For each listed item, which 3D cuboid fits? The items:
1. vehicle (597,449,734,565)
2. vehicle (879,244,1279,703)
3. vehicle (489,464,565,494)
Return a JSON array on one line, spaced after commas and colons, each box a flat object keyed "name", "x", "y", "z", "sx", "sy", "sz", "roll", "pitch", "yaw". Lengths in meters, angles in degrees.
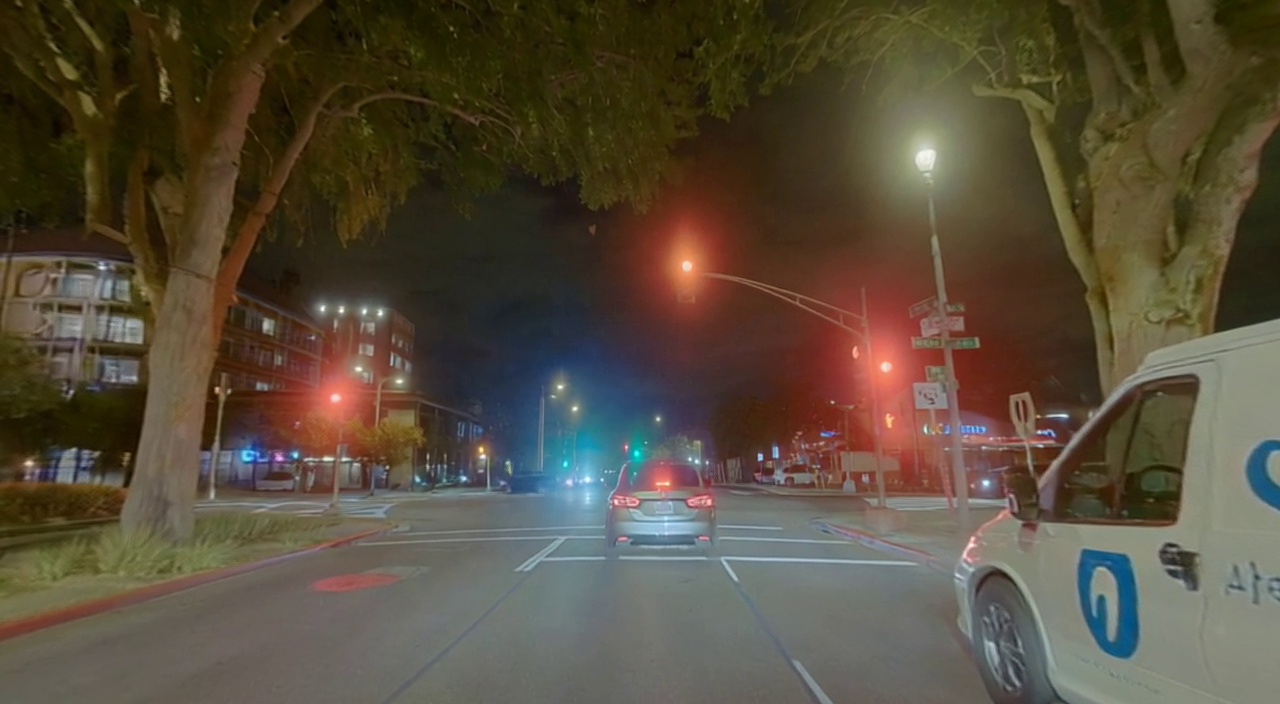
[{"name": "vehicle", "x": 0.302, "y": 2.571, "z": 10.944, "sx": 1.961, "sy": 1.629, "sz": 3.610, "roll": 1, "pitch": -11, "yaw": -2}, {"name": "vehicle", "x": 2.839, "y": 0.762, "z": 2.104, "sx": 2.054, "sy": 1.965, "sz": 5.248, "roll": 0, "pitch": -11, "yaw": 1}, {"name": "vehicle", "x": -6.874, "y": 7.785, "z": 38.852, "sx": 1.993, "sy": 1.692, "sz": 4.675, "roll": -6, "pitch": -12, "yaw": 31}]
